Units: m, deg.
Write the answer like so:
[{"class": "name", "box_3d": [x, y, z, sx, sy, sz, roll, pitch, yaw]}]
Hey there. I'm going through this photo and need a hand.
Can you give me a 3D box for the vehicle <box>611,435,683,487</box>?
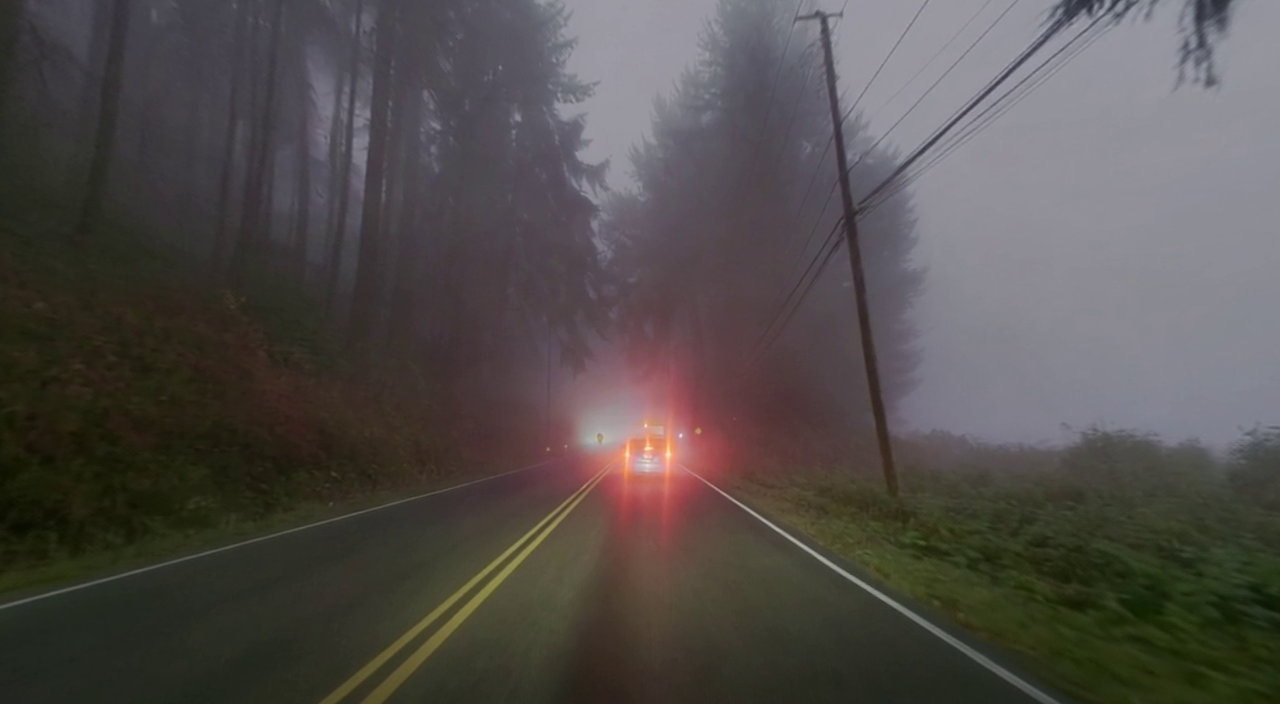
[{"class": "vehicle", "box_3d": [0.178, 3.429, 20.132, 2.081, 1.503, 3.726, 0, -8, -1]}]
